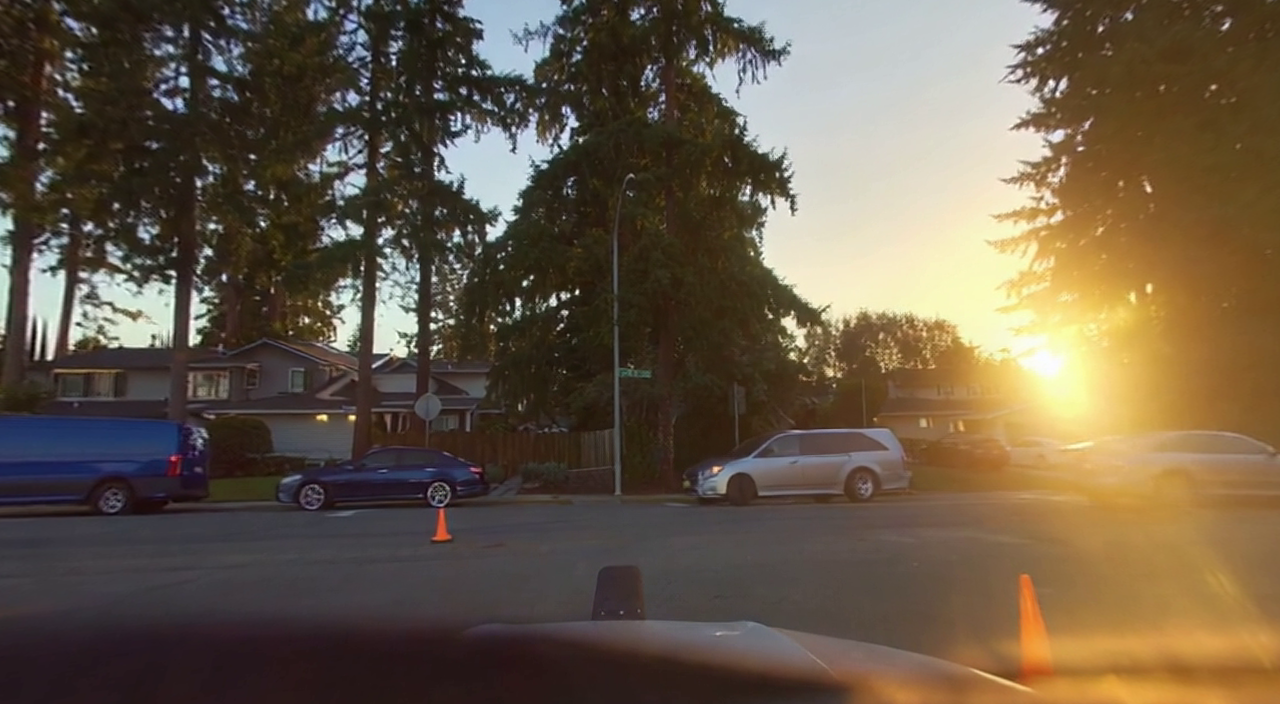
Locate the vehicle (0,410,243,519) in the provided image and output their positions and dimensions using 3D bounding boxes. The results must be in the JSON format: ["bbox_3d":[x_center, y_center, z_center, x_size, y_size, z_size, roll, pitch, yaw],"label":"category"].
[{"bbox_3d":[-14.897,2.878,15.792,7.824,2.323,2.863,-1,-10,-5],"label":"vehicle"}]

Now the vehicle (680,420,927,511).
[{"bbox_3d":[3.637,2.565,14.600,5.047,1.851,2.103,1,-9,-10],"label":"vehicle"}]

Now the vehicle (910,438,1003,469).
[{"bbox_3d":[20.758,6.653,41.579,4.984,1.912,2.132,1,-9,-7],"label":"vehicle"}]

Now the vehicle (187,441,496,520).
[{"bbox_3d":[-7.331,3.255,16.533,6.643,1.777,2.925,1,-9,-7],"label":"vehicle"}]

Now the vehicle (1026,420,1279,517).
[{"bbox_3d":[10.101,2.084,11.635,4.684,1.556,2.087,1,-9,-7],"label":"vehicle"}]

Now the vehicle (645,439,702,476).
[{"bbox_3d":[1.384,4.557,27.592,1.745,1.461,4.074,1,-9,-8],"label":"vehicle"}]

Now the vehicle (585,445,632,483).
[{"bbox_3d":[-1.416,4.711,26.861,1.648,1.430,3.654,4,-9,-7],"label":"vehicle"}]
